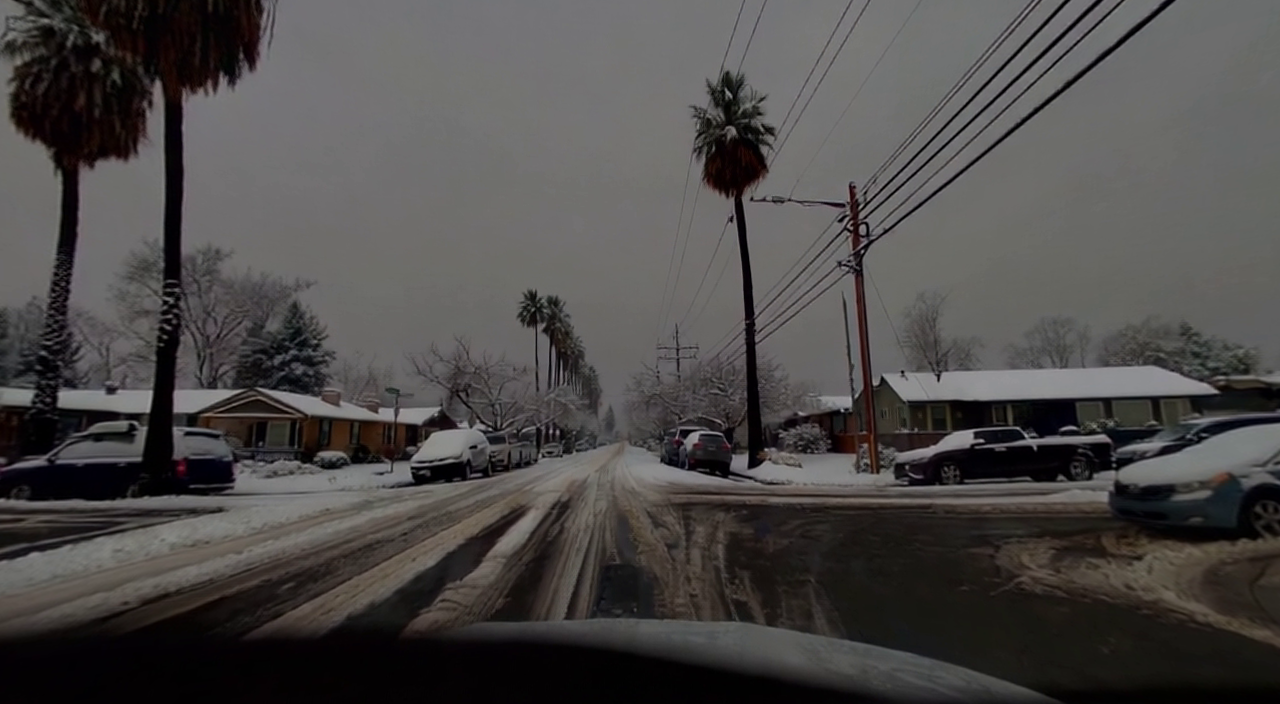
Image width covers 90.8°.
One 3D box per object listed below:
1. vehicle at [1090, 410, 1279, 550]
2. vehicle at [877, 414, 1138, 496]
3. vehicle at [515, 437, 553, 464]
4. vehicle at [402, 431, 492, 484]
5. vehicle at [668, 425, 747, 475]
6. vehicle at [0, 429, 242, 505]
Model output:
[{"bbox_3d":[8.993,1.671,8.577,4.181,1.638,2.015,0,-9,-1],"label":"vehicle"},{"bbox_3d":[10.272,2.909,18.030,5.971,1.967,2.385,-1,-9,-5],"label":"vehicle"},{"bbox_3d":[-7.729,7.229,46.616,2.178,1.865,4.658,0,-9,-2],"label":"vehicle"},{"bbox_3d":[-6.953,3.840,23.300,2.198,1.724,4.493,1,-9,-4],"label":"vehicle"},{"bbox_3d":[2.700,4.194,27.056,2.505,1.895,5.805,0,-9,-2],"label":"vehicle"},{"bbox_3d":[-14.794,3.167,17.528,5.847,1.766,2.392,-2,-9,-2],"label":"vehicle"}]
